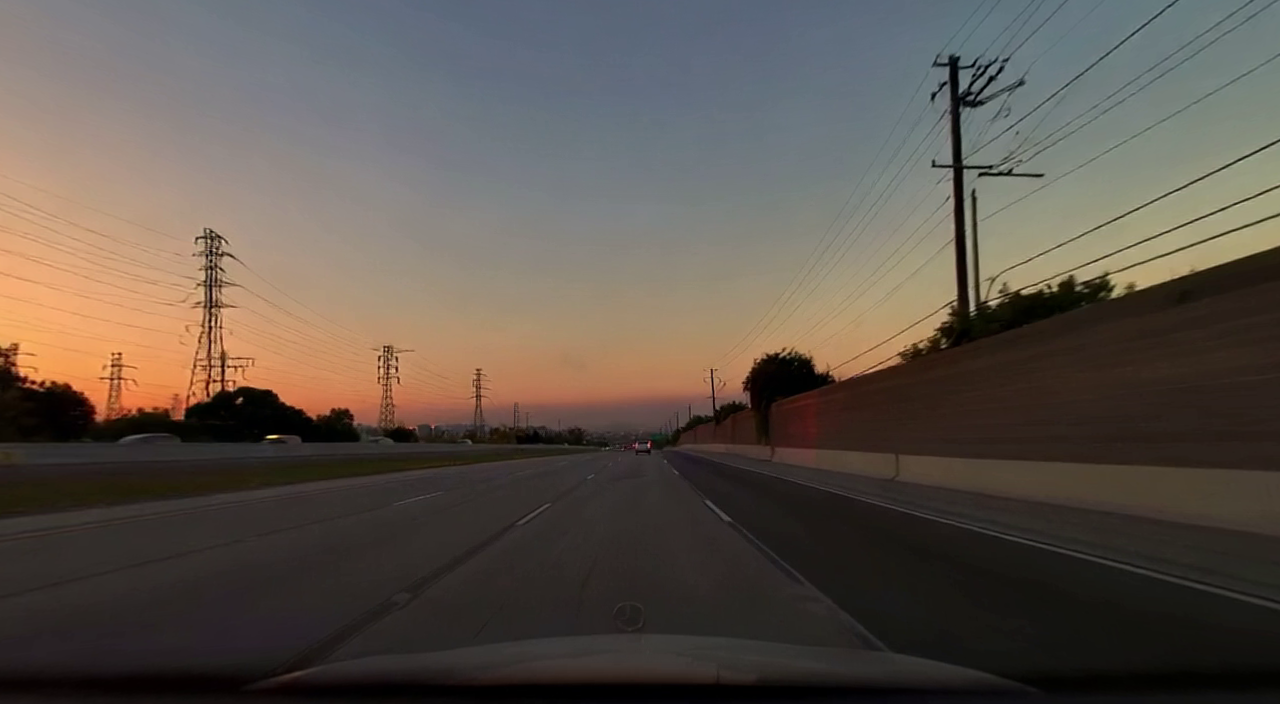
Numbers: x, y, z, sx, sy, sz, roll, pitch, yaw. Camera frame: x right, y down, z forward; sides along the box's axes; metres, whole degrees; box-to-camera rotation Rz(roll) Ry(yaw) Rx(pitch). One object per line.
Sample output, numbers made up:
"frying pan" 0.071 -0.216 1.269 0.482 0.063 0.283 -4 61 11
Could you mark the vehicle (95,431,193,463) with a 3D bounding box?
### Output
"vehicle" -30.464 5.865 38.966 2.056 1.823 4.811 0 -8 0
